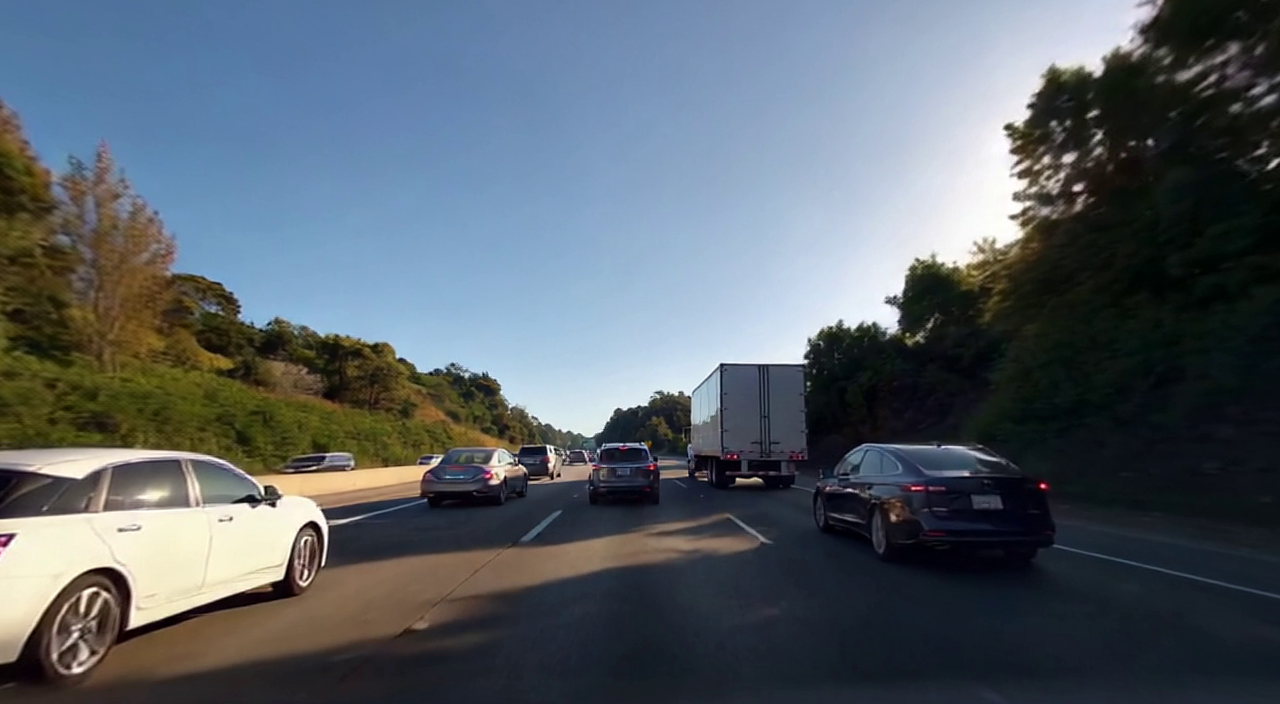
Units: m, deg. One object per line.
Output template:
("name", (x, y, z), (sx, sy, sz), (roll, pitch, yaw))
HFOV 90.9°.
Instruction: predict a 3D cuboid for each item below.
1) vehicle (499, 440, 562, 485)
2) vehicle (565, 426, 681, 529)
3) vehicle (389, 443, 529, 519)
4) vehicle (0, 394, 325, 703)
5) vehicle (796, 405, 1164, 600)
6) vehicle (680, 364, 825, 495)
("vehicle", (-4.648, 4.743, 27.231), (1.959, 1.808, 3.790), (0, -9, 1))
("vehicle", (-0.309, 2.558, 13.345), (2.037, 1.792, 4.194), (0, -9, 0))
("vehicle", (-4.005, 2.911, 14.783), (1.923, 1.503, 4.293), (0, -9, 1))
("vehicle", (-4.283, 1.259, 4.728), (1.789, 1.620, 3.841), (0, -9, 0))
("vehicle", (3.665, 1.728, 8.109), (2.076, 1.751, 4.666), (0, -9, 0))
("vehicle", (4.000, 3.607, 27.551), (3.186, 4.111, 15.553), (0, -9, -1))
